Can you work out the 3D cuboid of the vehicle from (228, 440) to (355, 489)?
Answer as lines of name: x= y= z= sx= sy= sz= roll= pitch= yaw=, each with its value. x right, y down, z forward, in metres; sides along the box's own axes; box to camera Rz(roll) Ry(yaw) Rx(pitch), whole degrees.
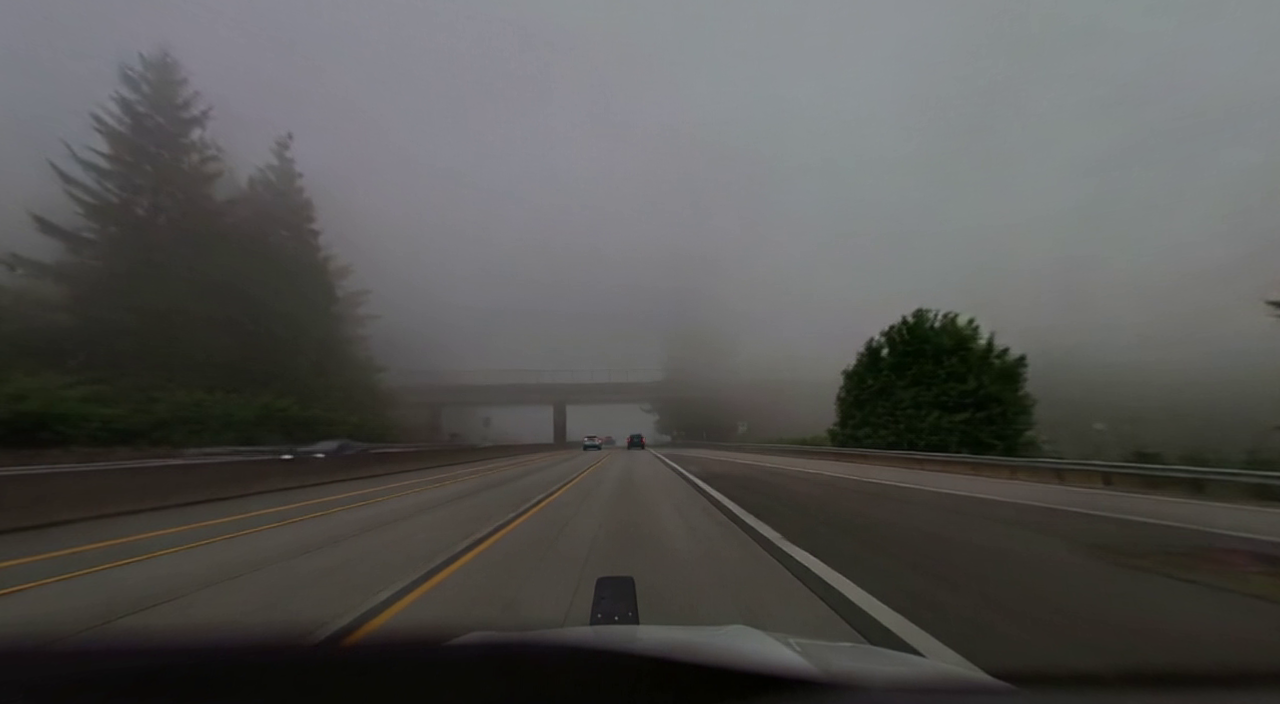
vehicle: x=-12.466 y=4.010 z=22.956 sx=1.952 sy=1.542 sz=4.672 roll=0 pitch=-8 yaw=0
